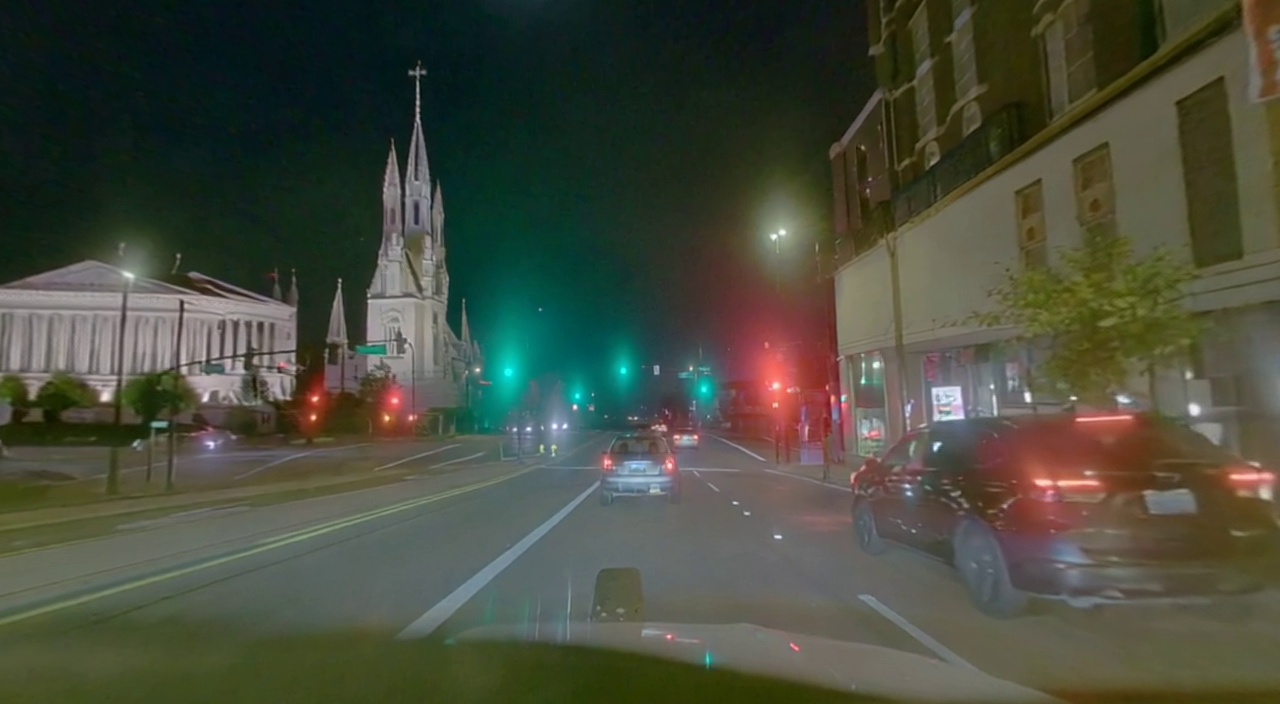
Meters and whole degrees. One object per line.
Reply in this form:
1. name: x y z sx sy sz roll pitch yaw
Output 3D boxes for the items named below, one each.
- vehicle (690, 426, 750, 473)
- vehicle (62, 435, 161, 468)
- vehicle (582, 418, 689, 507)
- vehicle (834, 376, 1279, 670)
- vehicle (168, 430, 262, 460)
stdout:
1. vehicle: 3.902 4.802 31.759 2.228 1.922 5.335 3 -6 0
2. vehicle: -33.942 6.382 40.644 4.551 1.784 2.121 0 0 -1
3. vehicle: 0.003 2.530 14.836 2.168 1.776 4.135 0 -8 3
4. vehicle: 3.682 1.350 6.141 2.080 1.735 4.650 0 -8 0
5. vehicle: -29.564 6.456 44.039 4.955 1.828 2.268 0 -3 -2
